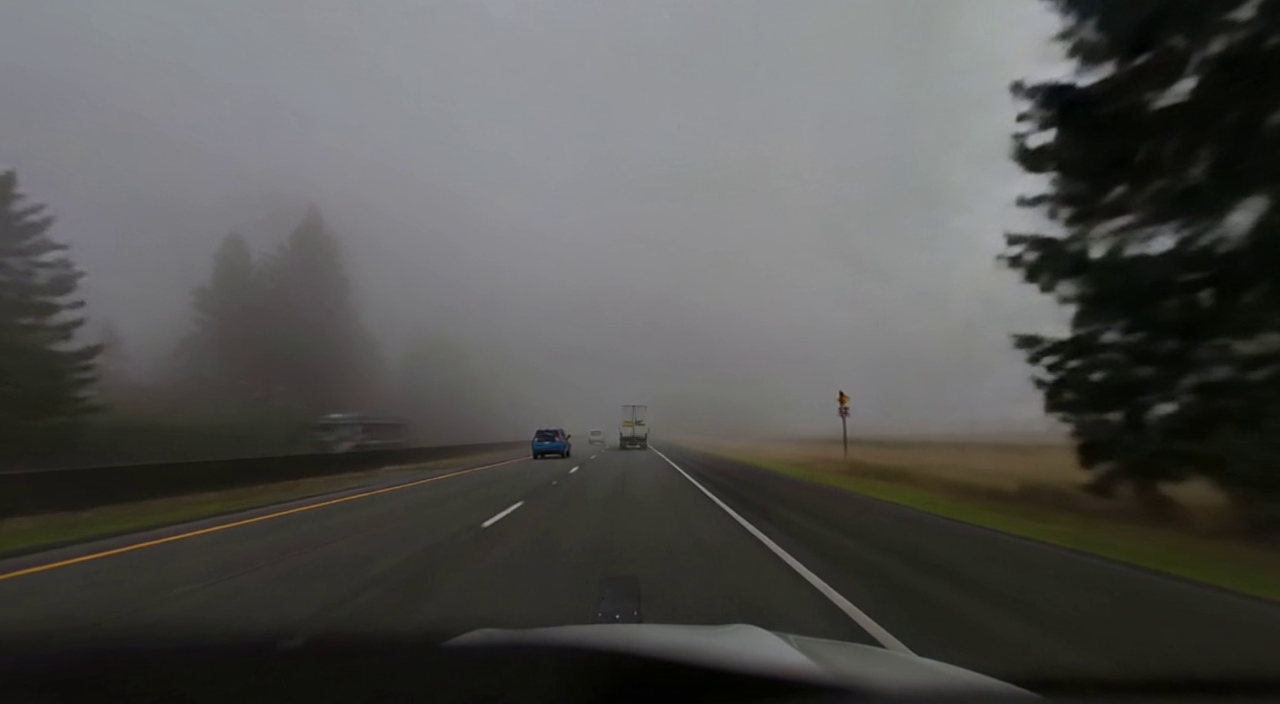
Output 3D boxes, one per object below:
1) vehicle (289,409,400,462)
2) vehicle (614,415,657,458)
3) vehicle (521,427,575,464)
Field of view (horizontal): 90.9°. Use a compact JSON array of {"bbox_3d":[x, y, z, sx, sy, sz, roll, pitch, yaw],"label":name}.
[{"bbox_3d":[-13.282,3.822,28.856,2.346,2.195,5.536,0,-8,0],"label":"vehicle"},{"bbox_3d":[-0.324,5.343,39.891,2.526,2.531,5.026,0,-8,-1],"label":"vehicle"},{"bbox_3d":[-4.568,4.686,31.864,2.049,1.726,4.291,0,-8,0],"label":"vehicle"}]
